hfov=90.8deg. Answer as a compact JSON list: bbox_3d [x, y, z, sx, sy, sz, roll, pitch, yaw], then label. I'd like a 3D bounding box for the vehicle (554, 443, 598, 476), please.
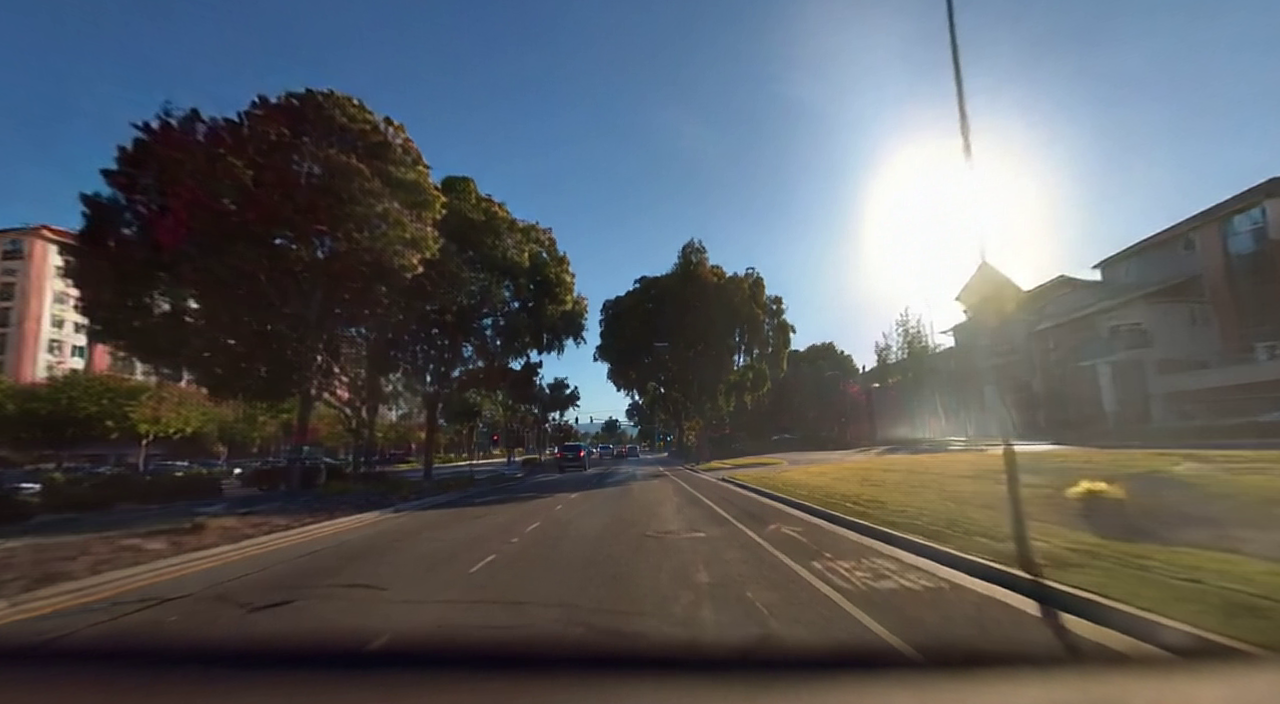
[{"bbox_3d":[-3.487,5.963,35.326,1.959,1.741,4.141,0,-8,1],"label":"vehicle"}]

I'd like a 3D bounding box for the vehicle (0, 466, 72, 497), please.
[{"bbox_3d":[-37.265,7.876,38.222,3.934,1.544,1.826,-4,-9,-4],"label":"vehicle"}]

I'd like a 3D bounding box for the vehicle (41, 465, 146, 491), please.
[{"bbox_3d":[-37.448,8.602,43.369,5.138,1.622,2.121,0,-9,-2],"label":"vehicle"}]
